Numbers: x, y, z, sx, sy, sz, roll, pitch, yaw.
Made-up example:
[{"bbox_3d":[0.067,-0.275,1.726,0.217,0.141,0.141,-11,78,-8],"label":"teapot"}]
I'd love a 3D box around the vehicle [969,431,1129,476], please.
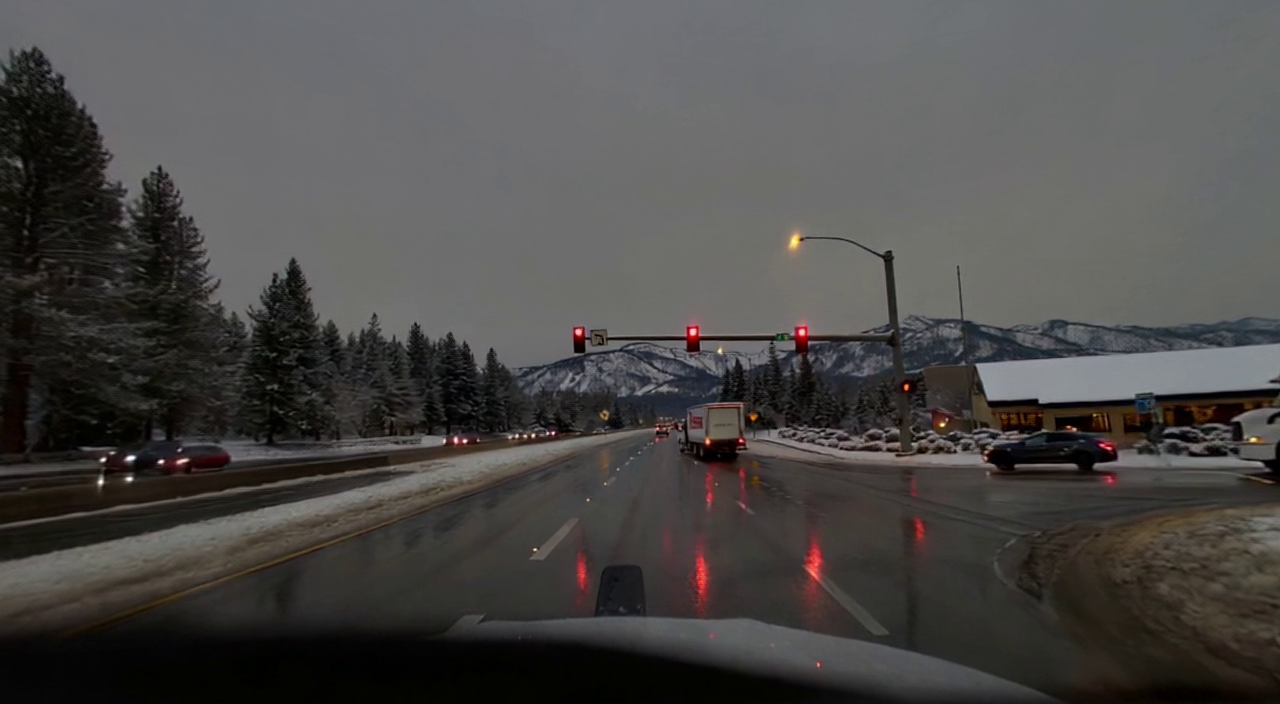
[{"bbox_3d":[14.471,3.622,22.591,4.508,1.493,1.907,-4,-9,25],"label":"vehicle"}]

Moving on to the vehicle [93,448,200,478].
[{"bbox_3d":[-26.230,5.901,33.607,1.868,1.469,4.746,0,-9,1],"label":"vehicle"}]

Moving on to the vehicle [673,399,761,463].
[{"bbox_3d":[4.383,4.813,37.700,3.237,3.414,7.088,2,-9,-10],"label":"vehicle"}]
